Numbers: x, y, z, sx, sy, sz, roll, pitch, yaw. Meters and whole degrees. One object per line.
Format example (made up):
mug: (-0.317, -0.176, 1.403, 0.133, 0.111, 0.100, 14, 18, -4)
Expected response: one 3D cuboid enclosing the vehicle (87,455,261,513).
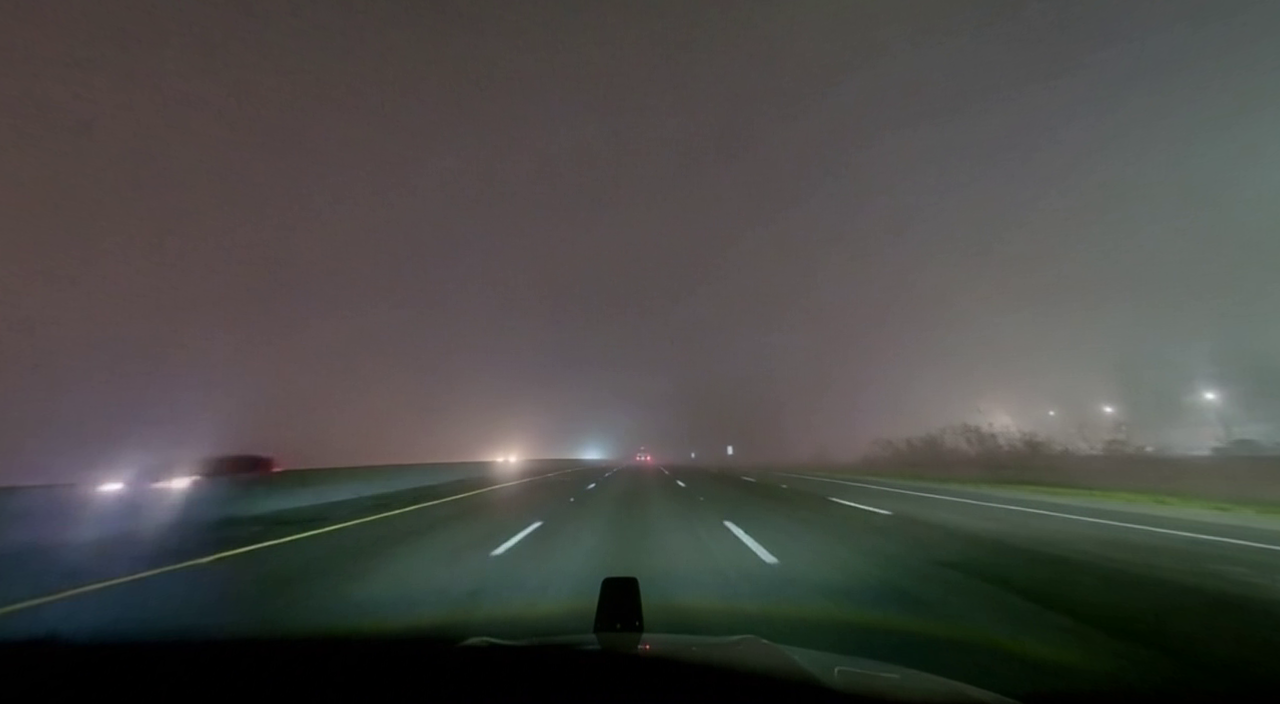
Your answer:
vehicle: (-13.870, 3.902, 19.149, 1.886, 1.501, 4.329, 0, -9, 1)
